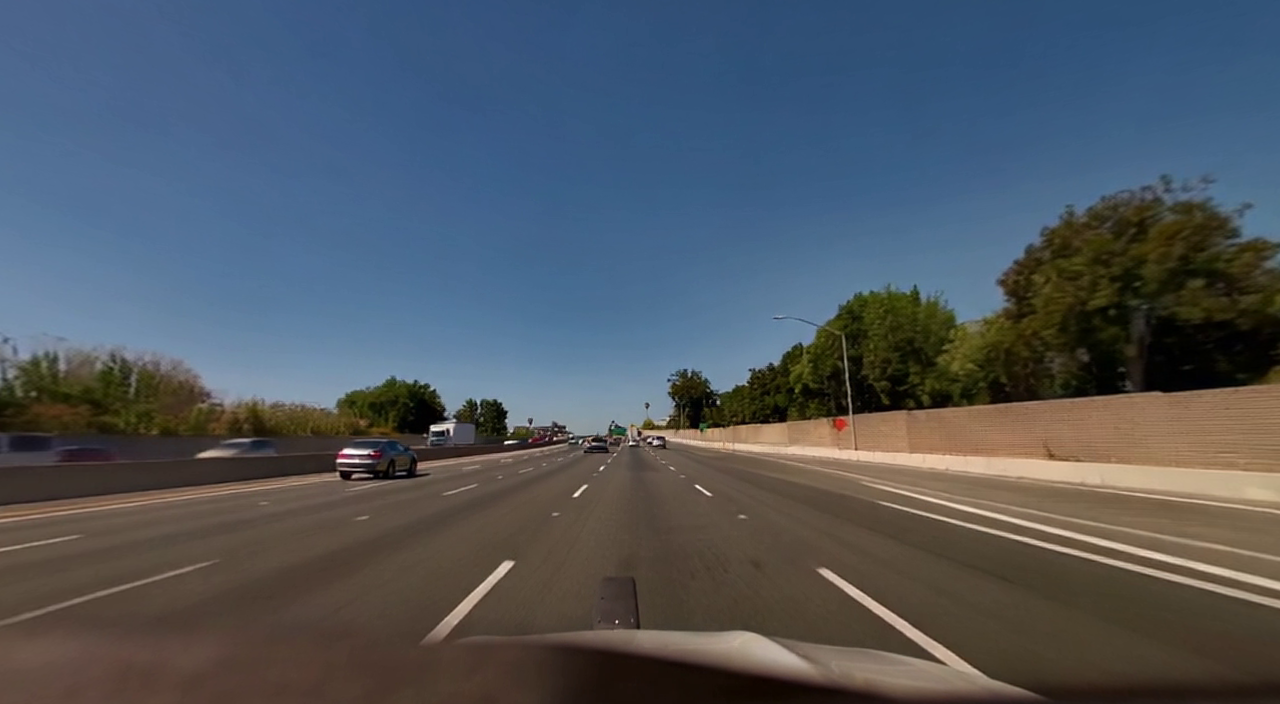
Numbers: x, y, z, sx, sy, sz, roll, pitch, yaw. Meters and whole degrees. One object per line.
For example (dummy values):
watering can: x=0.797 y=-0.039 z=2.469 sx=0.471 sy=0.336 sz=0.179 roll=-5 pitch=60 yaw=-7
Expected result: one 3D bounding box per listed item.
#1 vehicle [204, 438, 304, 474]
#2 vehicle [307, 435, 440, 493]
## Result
vehicle: x=-19.130 y=5.165 z=31.615 sx=2.092 sy=1.657 sz=4.704 roll=0 pitch=-9 yaw=-1
vehicle: x=-7.803 y=3.322 z=19.086 sx=2.060 sy=1.507 sz=4.494 roll=0 pitch=-9 yaw=0
